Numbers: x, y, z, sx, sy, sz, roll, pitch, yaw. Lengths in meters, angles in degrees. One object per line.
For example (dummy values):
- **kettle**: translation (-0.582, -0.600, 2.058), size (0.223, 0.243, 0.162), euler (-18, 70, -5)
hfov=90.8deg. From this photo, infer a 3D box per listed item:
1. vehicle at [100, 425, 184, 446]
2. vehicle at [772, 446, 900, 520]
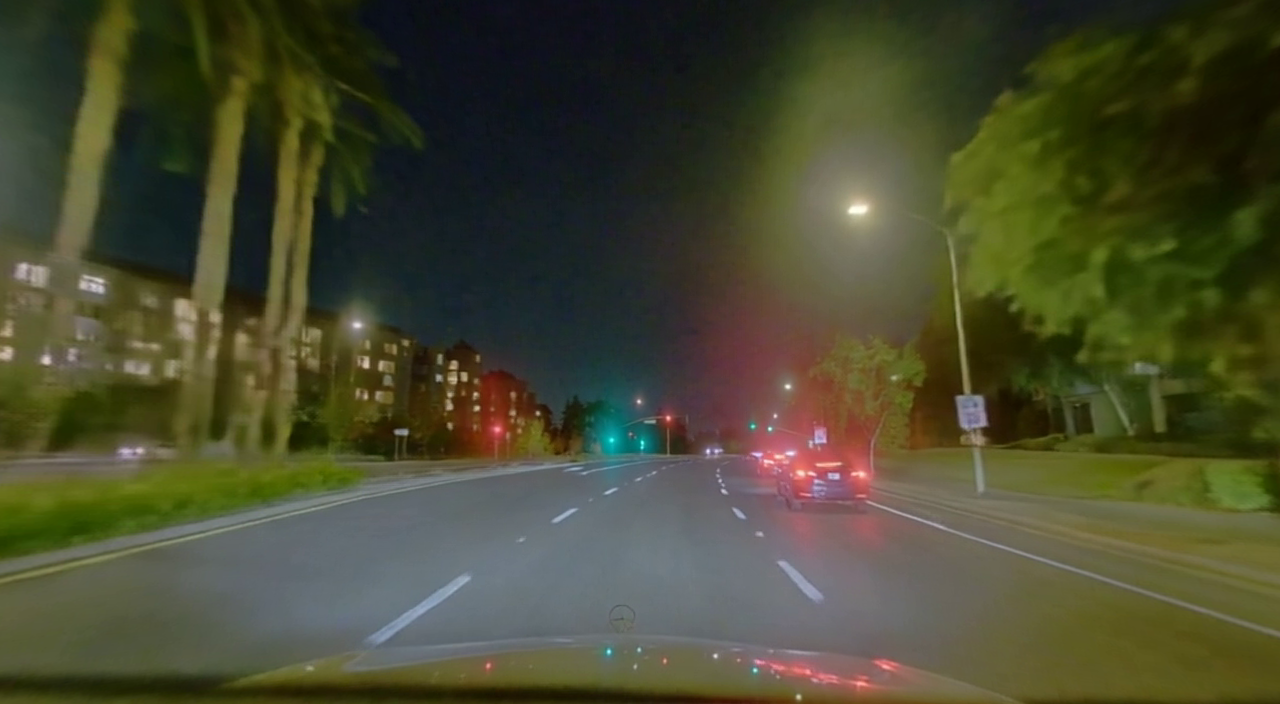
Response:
- **vehicle**: translation (-38.167, 6.396, 48.479), size (1.793, 1.450, 4.673), euler (-9, -11, 38)
- **vehicle**: translation (4.435, 2.993, 14.957), size (1.993, 1.483, 3.821), euler (0, -9, 3)
